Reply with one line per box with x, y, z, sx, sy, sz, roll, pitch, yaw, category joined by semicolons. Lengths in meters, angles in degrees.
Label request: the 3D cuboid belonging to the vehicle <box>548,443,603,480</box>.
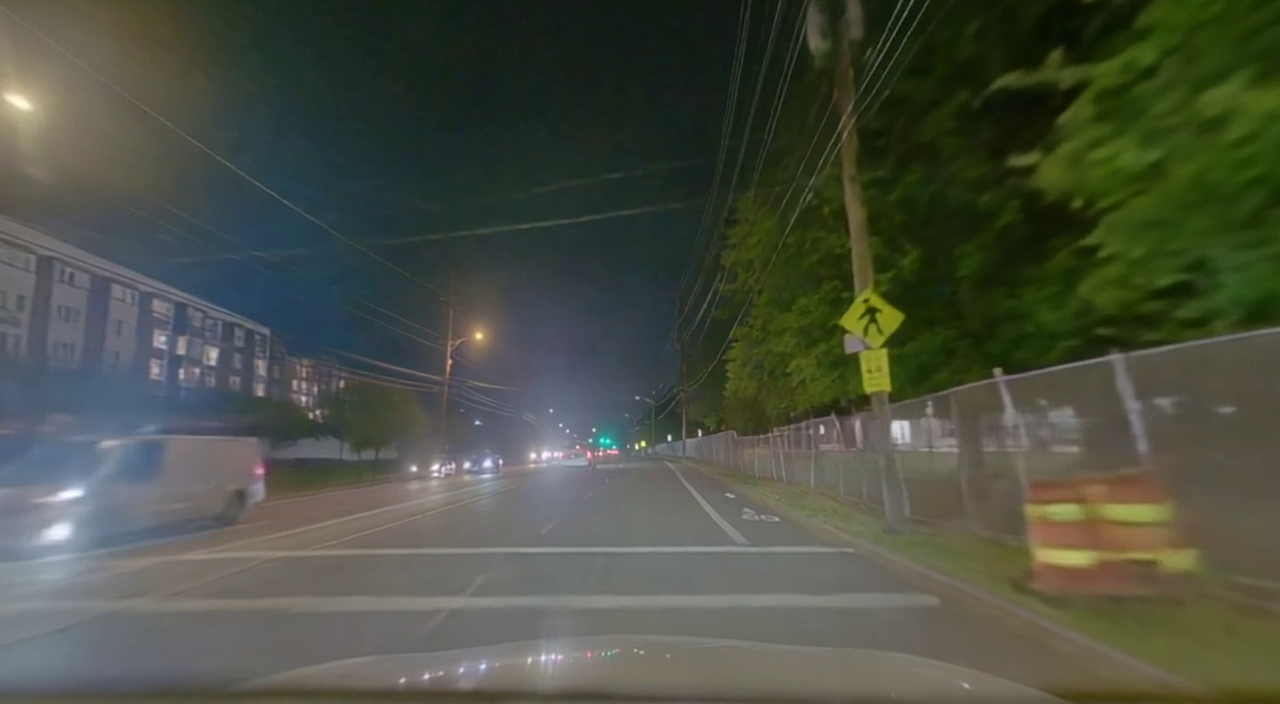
-2.826;4.902;28.535;1.992;1.515;4.289;0;-9;1;vehicle

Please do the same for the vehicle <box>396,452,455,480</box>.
-12.826;6.828;37.936;1.923;1.512;4.468;0;-9;0;vehicle

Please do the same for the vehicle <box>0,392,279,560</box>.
-9.844;2.228;12.101;2.377;2.439;5.510;0;-9;1;vehicle

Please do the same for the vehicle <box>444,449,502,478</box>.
-9.406;6.273;35.766;2.007;1.520;4.466;0;-9;1;vehicle
